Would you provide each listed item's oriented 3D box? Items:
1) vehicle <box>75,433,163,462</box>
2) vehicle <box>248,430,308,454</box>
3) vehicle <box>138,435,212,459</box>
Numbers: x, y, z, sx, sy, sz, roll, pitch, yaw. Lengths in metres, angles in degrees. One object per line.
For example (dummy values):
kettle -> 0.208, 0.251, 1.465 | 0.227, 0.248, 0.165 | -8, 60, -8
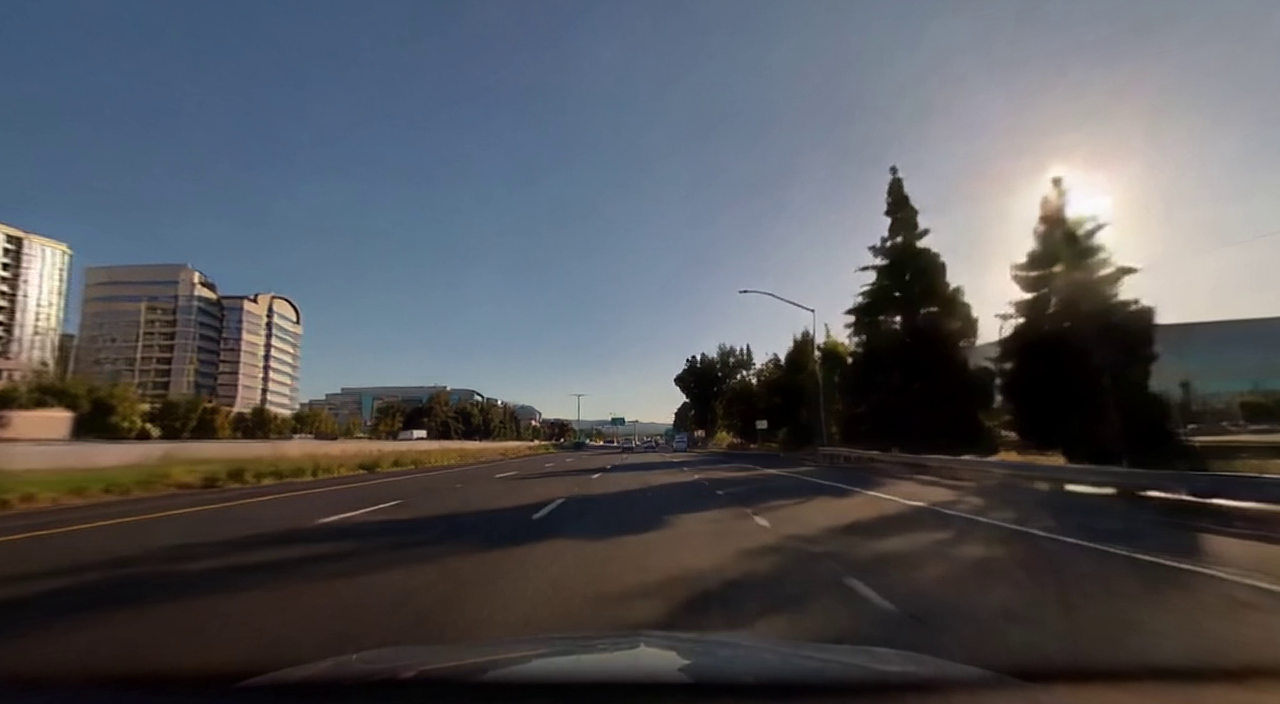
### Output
vehicle -> -34.027, 6.216, 41.337 | 2.020, 1.774, 4.385 | 0, -8, -1
vehicle -> -26.213, 6.524, 45.813 | 1.900, 1.640, 4.230 | 0, -8, -1
vehicle -> -30.204, 6.161, 41.125 | 1.697, 1.450, 4.091 | 0, -8, 0
